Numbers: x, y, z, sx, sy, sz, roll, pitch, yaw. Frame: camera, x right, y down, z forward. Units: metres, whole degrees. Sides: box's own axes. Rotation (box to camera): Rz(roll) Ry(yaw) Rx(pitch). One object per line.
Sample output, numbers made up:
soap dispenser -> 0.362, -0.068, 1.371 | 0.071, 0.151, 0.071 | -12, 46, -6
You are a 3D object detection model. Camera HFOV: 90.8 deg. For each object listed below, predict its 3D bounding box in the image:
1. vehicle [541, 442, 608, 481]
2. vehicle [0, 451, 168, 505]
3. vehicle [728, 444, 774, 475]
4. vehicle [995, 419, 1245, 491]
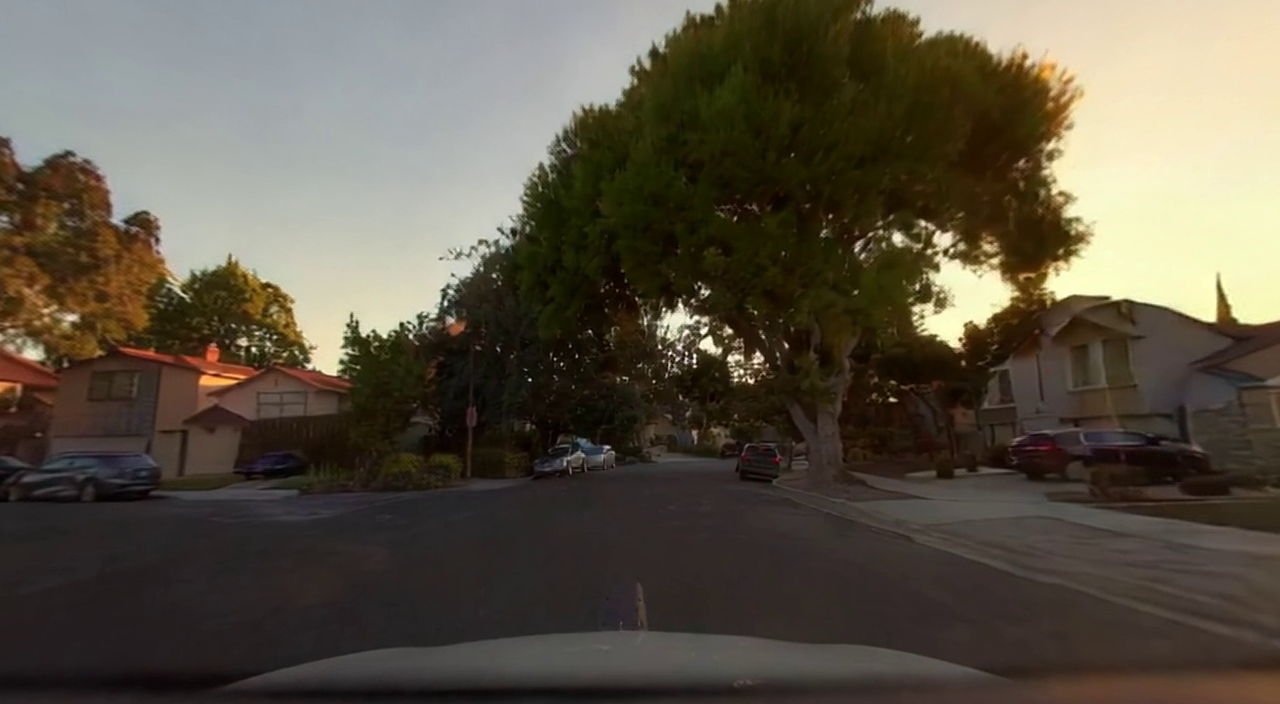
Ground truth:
vehicle -> -3.272, 5.577, 32.580 | 2.041, 1.762, 4.508 | -4, -8, 13
vehicle -> -16.107, 3.580, 18.151 | 3.734, 1.441, 1.756 | -1, -9, 4
vehicle -> 6.531, 6.195, 36.706 | 2.075, 1.657, 4.648 | -3, -9, 17
vehicle -> 11.991, 2.590, 16.034 | 4.781, 1.700, 1.914 | 0, -9, -2
